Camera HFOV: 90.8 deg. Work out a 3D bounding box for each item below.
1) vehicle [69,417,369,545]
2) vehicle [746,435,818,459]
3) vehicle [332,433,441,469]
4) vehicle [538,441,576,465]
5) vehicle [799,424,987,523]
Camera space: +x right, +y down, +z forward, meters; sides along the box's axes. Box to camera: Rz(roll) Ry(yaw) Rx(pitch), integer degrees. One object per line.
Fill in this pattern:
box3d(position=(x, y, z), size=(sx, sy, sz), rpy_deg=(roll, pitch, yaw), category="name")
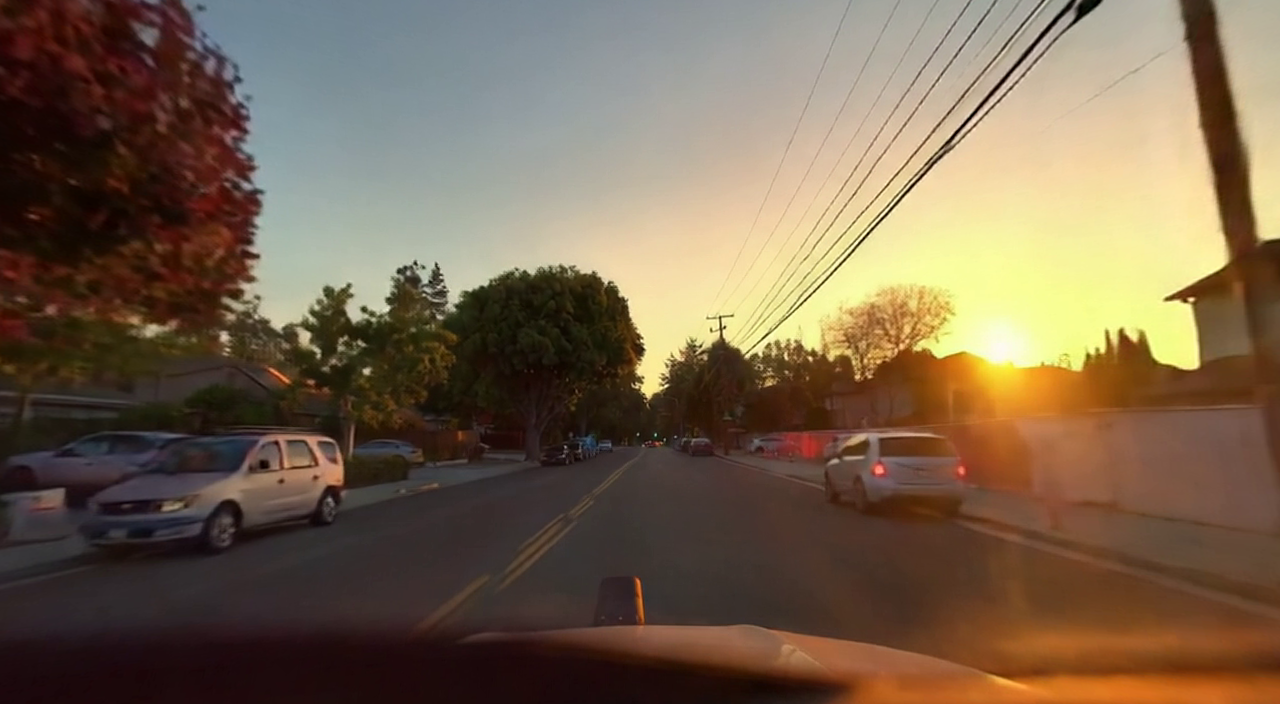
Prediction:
box3d(position=(-7.021, 2.181, 11.360), size=(2.055, 1.806, 4.540), rpy_deg=(-1, -8, 3), category="vehicle")
box3d(position=(10.722, 7.202, 47.958), size=(4.920, 1.759, 1.998), rpy_deg=(1, -8, -1), category="vehicle")
box3d(position=(-13.069, 5.133, 32.778), size=(4.752, 1.734, 1.998), rpy_deg=(0, -8, 2), category="vehicle")
box3d(position=(-5.745, 7.075, 44.231), size=(1.771, 1.512, 4.281), rpy_deg=(1, -9, 4), category="vehicle")
box3d(position=(4.546, 2.233, 12.145), size=(1.902, 1.542, 4.099), rpy_deg=(0, -8, 0), category="vehicle")
